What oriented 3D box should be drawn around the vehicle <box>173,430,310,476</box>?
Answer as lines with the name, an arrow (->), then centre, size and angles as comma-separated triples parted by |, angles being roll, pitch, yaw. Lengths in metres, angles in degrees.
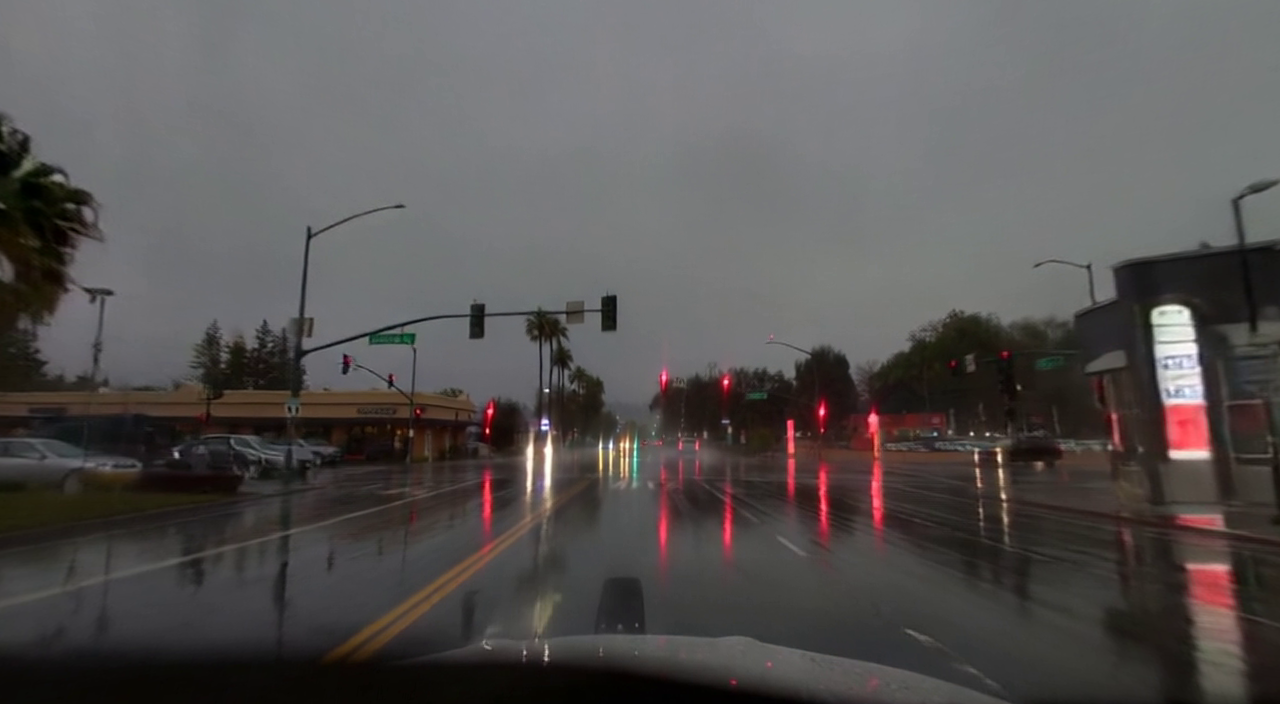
vehicle -> -18.849, 4.788, 29.981 | 4.901, 2.064, 2.296 | 0, -8, 0

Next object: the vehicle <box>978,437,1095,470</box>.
vehicle -> 23.362, 5.983, 37.218 | 5.509, 1.873, 2.123 | 0, -9, -2

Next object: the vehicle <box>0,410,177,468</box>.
vehicle -> -35.480, 5.199, 37.802 | 12.726, 3.308, 3.114 | 0, -7, 0

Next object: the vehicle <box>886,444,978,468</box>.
vehicle -> 18.895, 6.719, 40.832 | 4.977, 1.508, 1.948 | 0, -9, 0

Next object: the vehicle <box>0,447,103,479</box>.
vehicle -> -28.787, 5.251, 29.997 | 4.538, 1.446, 2.028 | 0, -8, 1

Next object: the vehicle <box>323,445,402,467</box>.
vehicle -> -19.339, 7.274, 44.063 | 4.791, 1.487, 2.002 | 2, -9, -15

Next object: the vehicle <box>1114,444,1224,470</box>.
vehicle -> 31.365, 6.205, 37.391 | 4.701, 1.463, 1.989 | 0, -9, -1

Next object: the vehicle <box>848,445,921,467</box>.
vehicle -> 17.484, 7.442, 45.119 | 4.451, 1.494, 1.857 | 0, -9, 3
